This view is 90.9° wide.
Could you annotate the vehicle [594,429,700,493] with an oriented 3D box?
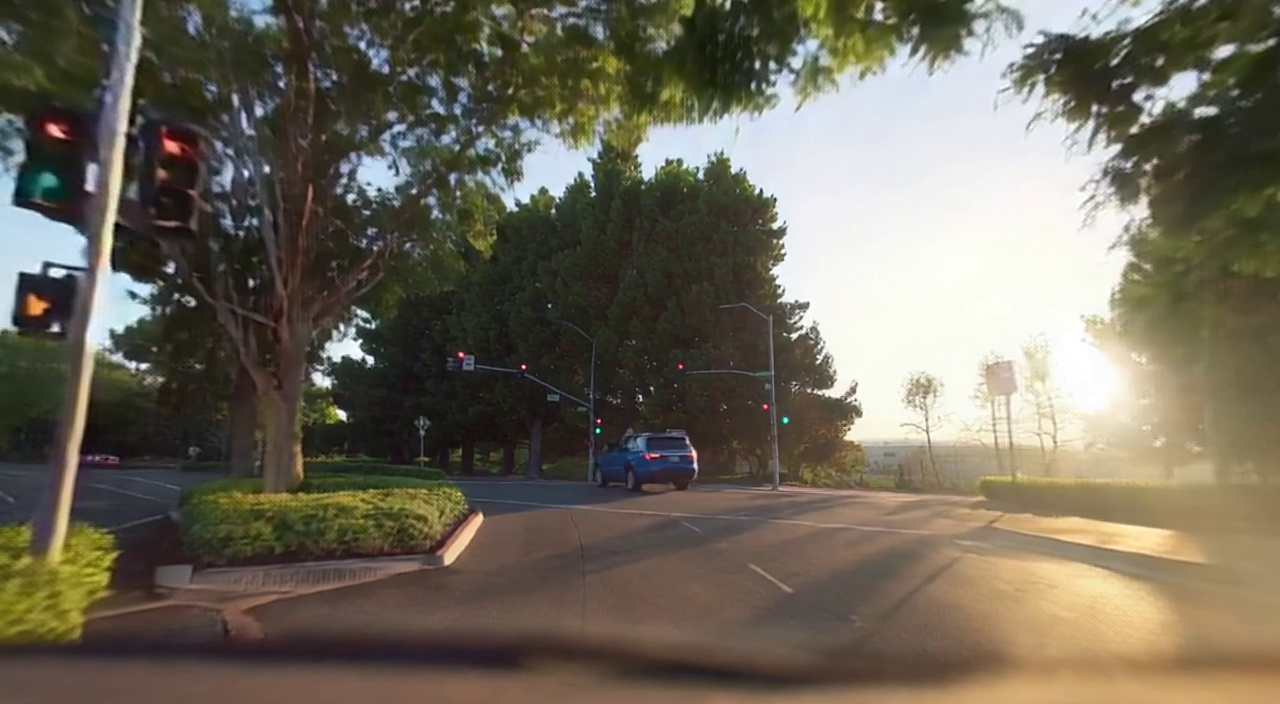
[{"bbox_3d":[0.054,3.464,20.456,2.284,1.788,4.871,2,-9,-14],"label":"vehicle"}]
